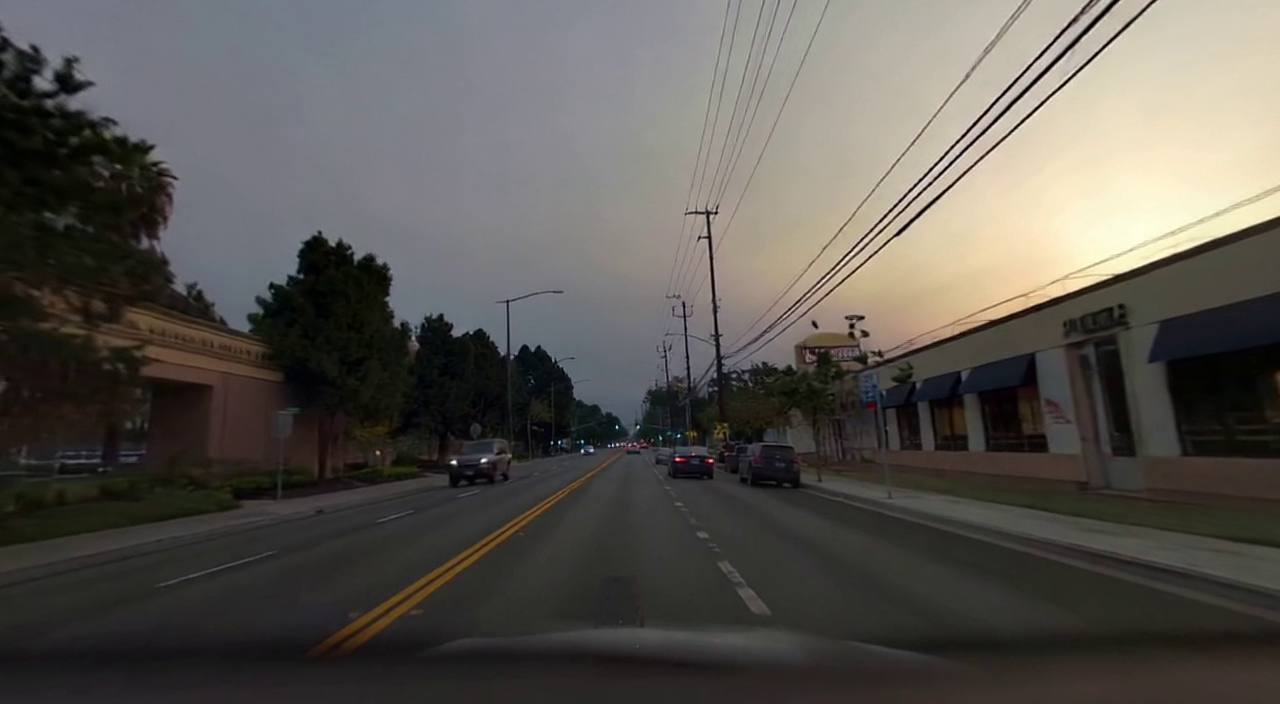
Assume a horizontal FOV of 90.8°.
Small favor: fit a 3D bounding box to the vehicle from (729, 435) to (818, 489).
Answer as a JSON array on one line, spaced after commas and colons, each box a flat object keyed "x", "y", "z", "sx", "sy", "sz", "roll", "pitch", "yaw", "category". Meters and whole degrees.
[{"x": 4.895, "y": 4.129, "z": 24.060, "sx": 2.143, "sy": 1.788, "sz": 5.388, "roll": 0, "pitch": -8, "yaw": -1, "category": "vehicle"}]

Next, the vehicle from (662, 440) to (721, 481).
[{"x": 1.968, "y": 4.292, "z": 25.223, "sx": 1.975, "sy": 1.497, "sz": 3.647, "roll": 0, "pitch": -8, "yaw": -1, "category": "vehicle"}]

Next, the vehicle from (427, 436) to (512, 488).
[{"x": -6.398, "y": 4.162, "z": 24.258, "sx": 2.037, "sy": 1.777, "sz": 4.407, "roll": 0, "pitch": -8, "yaw": 0, "category": "vehicle"}]
